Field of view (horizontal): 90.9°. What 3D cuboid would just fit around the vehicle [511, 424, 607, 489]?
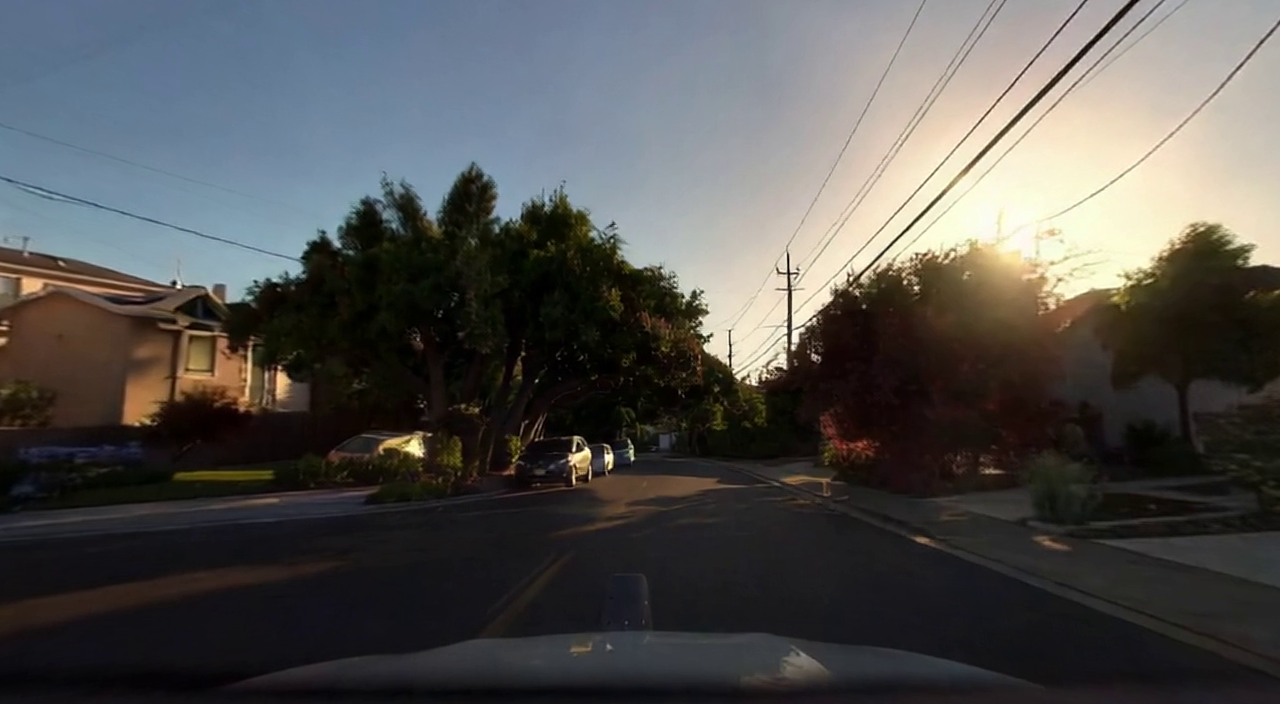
[{"bbox_3d":[-2.614,3.611,22.099,2.463,1.951,5.794,0,-8,2],"label":"vehicle"}]

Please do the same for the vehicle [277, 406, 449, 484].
[{"bbox_3d":[-10.728,3.674,25.028,5.828,2.818,2.231,2,-9,-15],"label":"vehicle"}]

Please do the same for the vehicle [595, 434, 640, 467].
[{"bbox_3d":[-1.285,6.001,38.426,2.139,1.882,4.635,-1,-8,6],"label":"vehicle"}]
